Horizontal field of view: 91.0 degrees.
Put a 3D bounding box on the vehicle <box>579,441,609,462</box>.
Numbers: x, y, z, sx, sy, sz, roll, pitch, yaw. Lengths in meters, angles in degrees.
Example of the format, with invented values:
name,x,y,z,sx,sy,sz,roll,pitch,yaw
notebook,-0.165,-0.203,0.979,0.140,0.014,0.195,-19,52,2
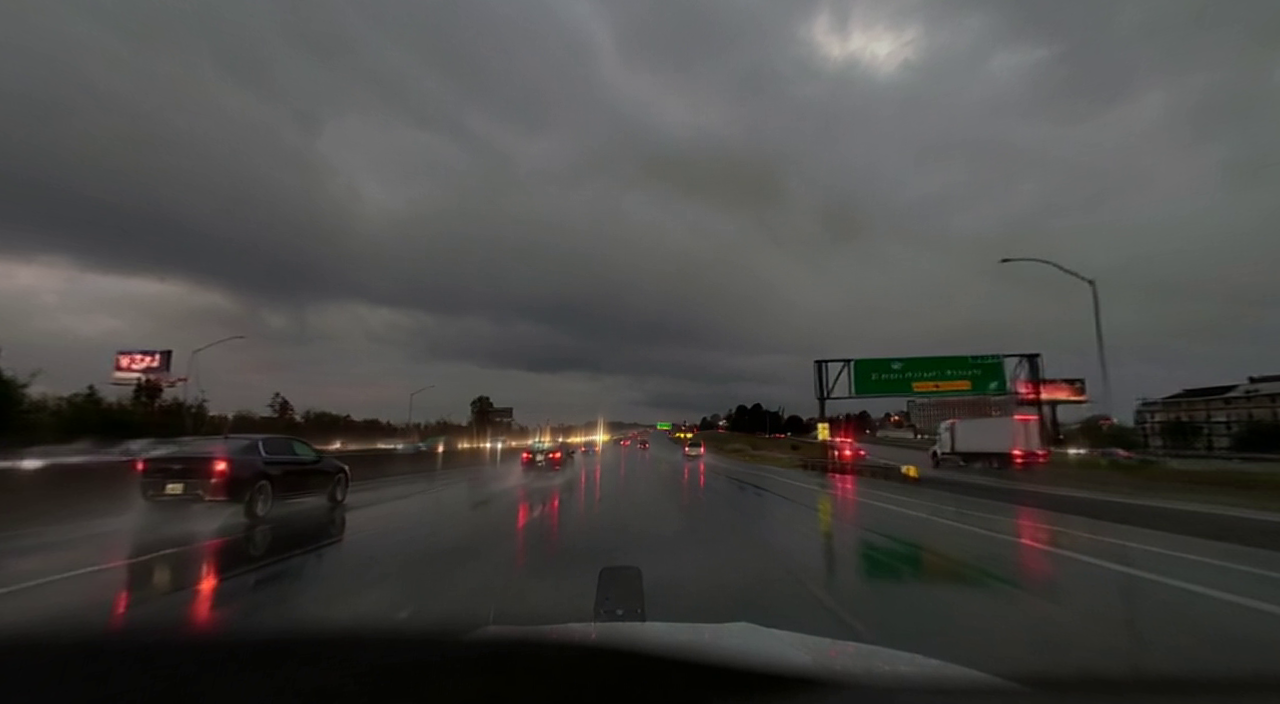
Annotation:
name,x,y,z,sx,sy,sz,roll,pitch,yaw
vehicle,-3.495,7.693,48.713,1.960,1.494,4.123,1,-9,1

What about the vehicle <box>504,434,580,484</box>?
name,x,y,z,sx,sy,sz,roll,pitch,yaw
vehicle,-3.365,3.774,22.437,2.001,1.577,4.055,1,-9,1

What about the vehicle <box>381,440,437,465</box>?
name,x,y,z,sx,sy,sz,roll,pitch,yaw
vehicle,-15.544,6.775,42.686,1.924,1.537,4.772,1,-9,1

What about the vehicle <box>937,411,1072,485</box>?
name,x,y,z,sx,sy,sz,roll,pitch,yaw
vehicle,19.773,5.317,35.046,2.958,3.538,8.761,0,-9,5

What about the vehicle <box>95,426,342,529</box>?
name,x,y,z,sx,sy,sz,roll,pitch,yaw
vehicle,-7.232,2.174,11.363,1.865,1.518,3.620,1,-9,1
